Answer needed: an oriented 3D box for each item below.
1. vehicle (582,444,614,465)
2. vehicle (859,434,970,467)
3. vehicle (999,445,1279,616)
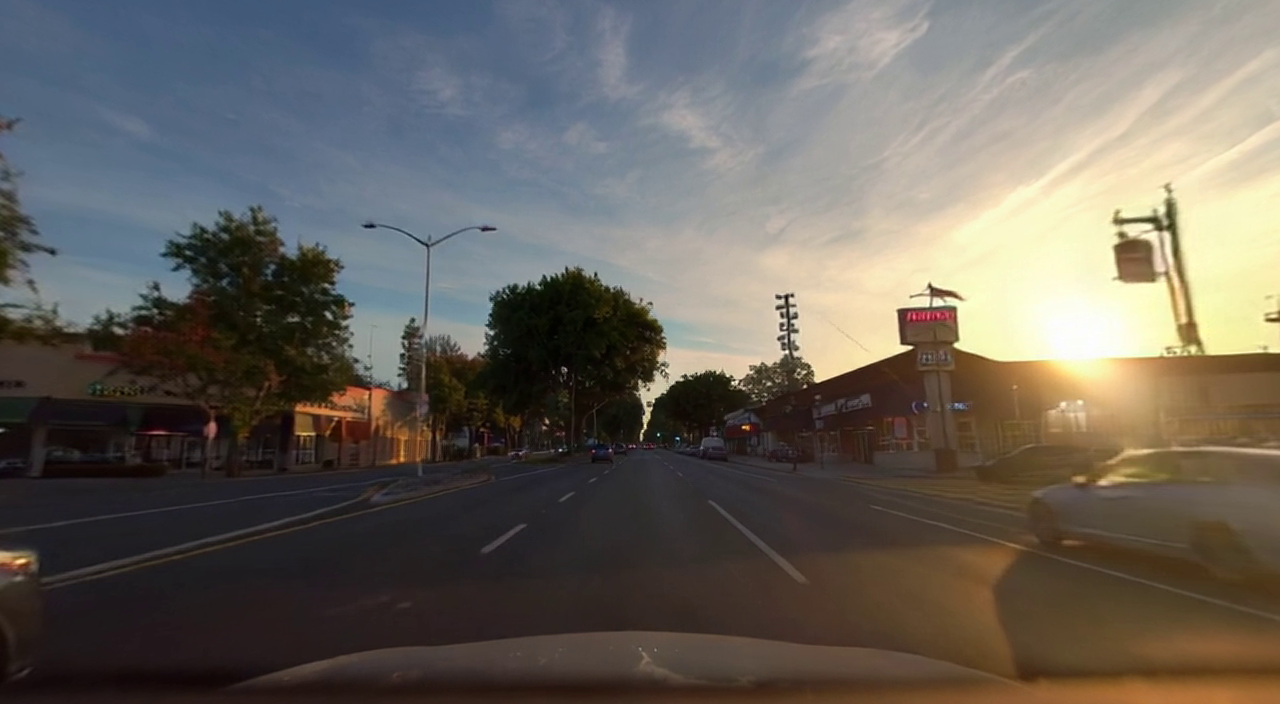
[{"bbox_3d":[-3.034,7.541,46.549,2.005,1.446,4.265,0,-8,1],"label":"vehicle"},{"bbox_3d":[16.129,5.879,37.341,1.691,1.670,5.790,8,-14,-39],"label":"vehicle"},{"bbox_3d":[6.607,1.873,7.602,1.923,1.482,4.558,0,-8,1],"label":"vehicle"}]
